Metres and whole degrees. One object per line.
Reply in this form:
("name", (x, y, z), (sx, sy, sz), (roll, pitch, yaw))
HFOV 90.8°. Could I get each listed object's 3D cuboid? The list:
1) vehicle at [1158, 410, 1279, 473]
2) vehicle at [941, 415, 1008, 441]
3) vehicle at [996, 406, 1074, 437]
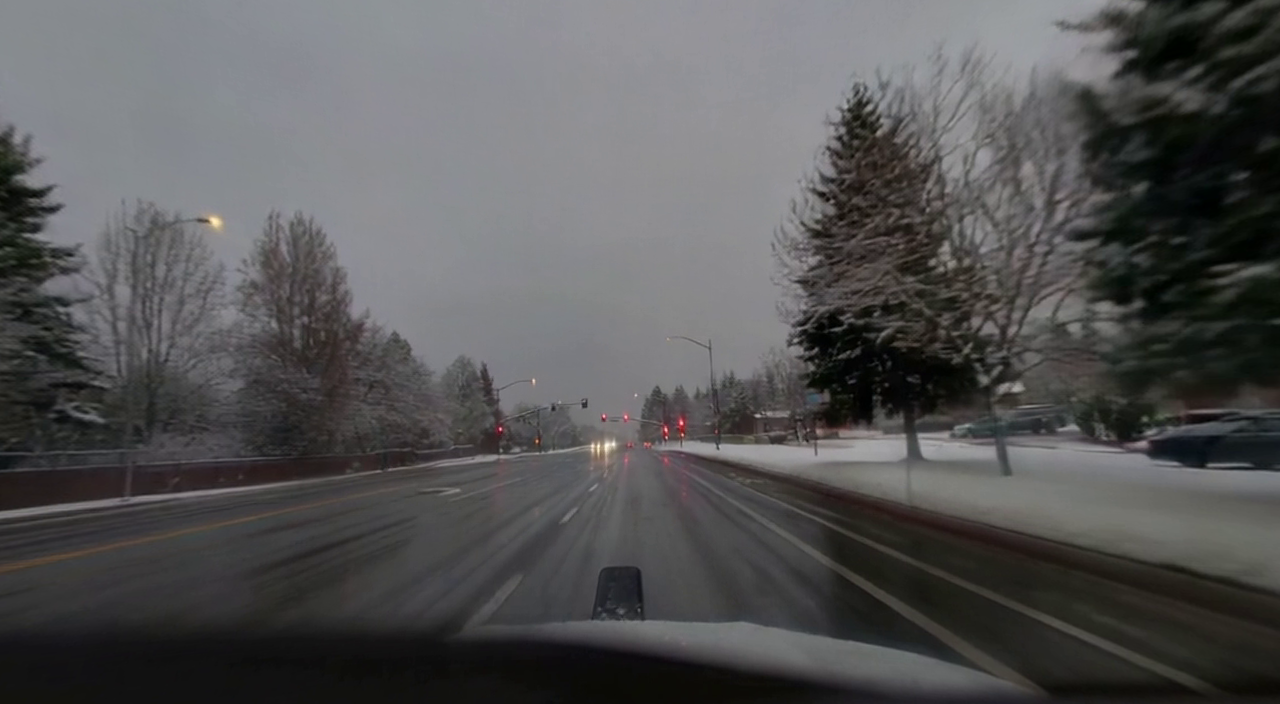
("vehicle", (15.564, 2.160, 15.251), (1.882, 1.446, 4.741), (0, -8, -4))
("vehicle", (22.858, 5.250, 43.376), (1.911, 1.598, 4.322), (1, -9, -6))
("vehicle", (26.744, 4.800, 43.024), (2.081, 1.949, 4.635), (3, -8, -5))
